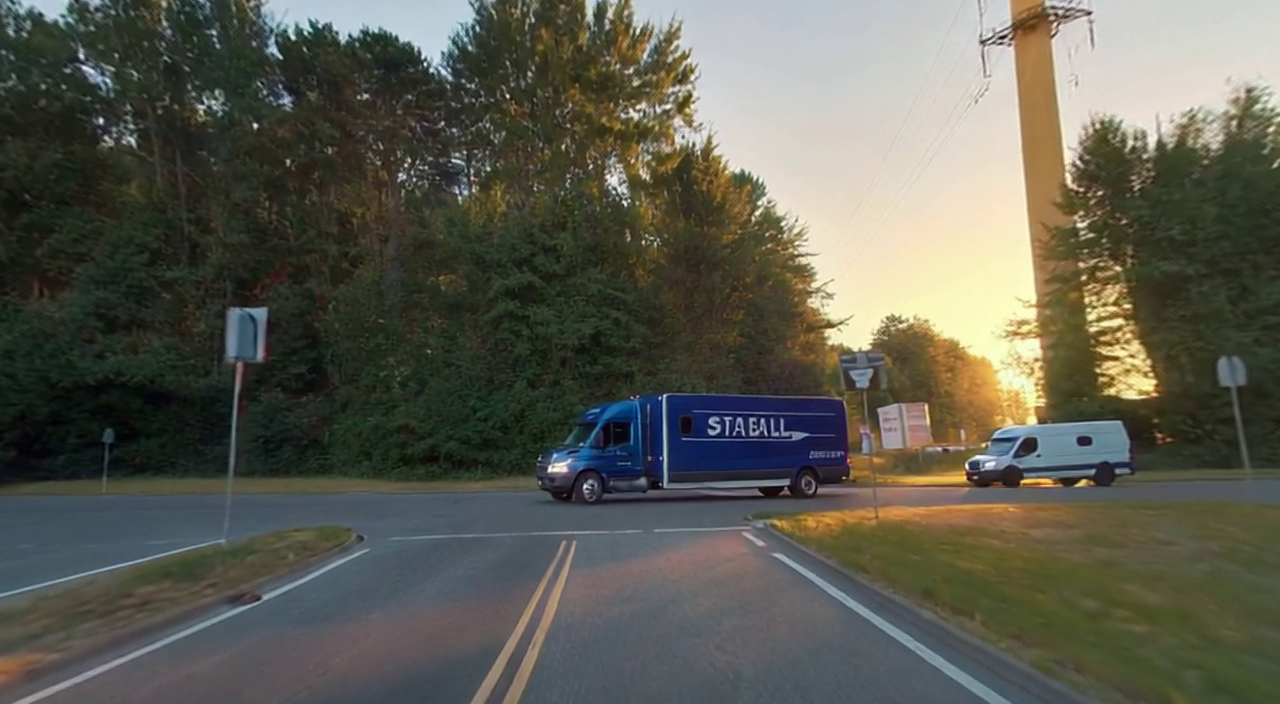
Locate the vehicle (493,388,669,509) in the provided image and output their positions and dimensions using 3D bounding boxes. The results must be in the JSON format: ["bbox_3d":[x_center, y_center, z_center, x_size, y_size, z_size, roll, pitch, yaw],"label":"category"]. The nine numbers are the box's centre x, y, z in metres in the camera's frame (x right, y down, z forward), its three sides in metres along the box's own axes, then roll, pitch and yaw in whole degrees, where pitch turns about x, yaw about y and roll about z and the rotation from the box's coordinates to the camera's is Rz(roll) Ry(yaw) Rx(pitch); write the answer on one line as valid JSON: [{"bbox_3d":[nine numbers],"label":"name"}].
[{"bbox_3d":[-1.830,2.856,18.821,4.552,3.175,2.847,3,-10,-22],"label":"vehicle"}]

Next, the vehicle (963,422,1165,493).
[{"bbox_3d":[15.520,3.866,23.298,5.923,2.424,2.247,0,-9,-6],"label":"vehicle"}]

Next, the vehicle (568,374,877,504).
[{"bbox_3d":[2.775,2.854,20.651,9.765,3.622,2.740,3,-9,-21],"label":"vehicle"}]
